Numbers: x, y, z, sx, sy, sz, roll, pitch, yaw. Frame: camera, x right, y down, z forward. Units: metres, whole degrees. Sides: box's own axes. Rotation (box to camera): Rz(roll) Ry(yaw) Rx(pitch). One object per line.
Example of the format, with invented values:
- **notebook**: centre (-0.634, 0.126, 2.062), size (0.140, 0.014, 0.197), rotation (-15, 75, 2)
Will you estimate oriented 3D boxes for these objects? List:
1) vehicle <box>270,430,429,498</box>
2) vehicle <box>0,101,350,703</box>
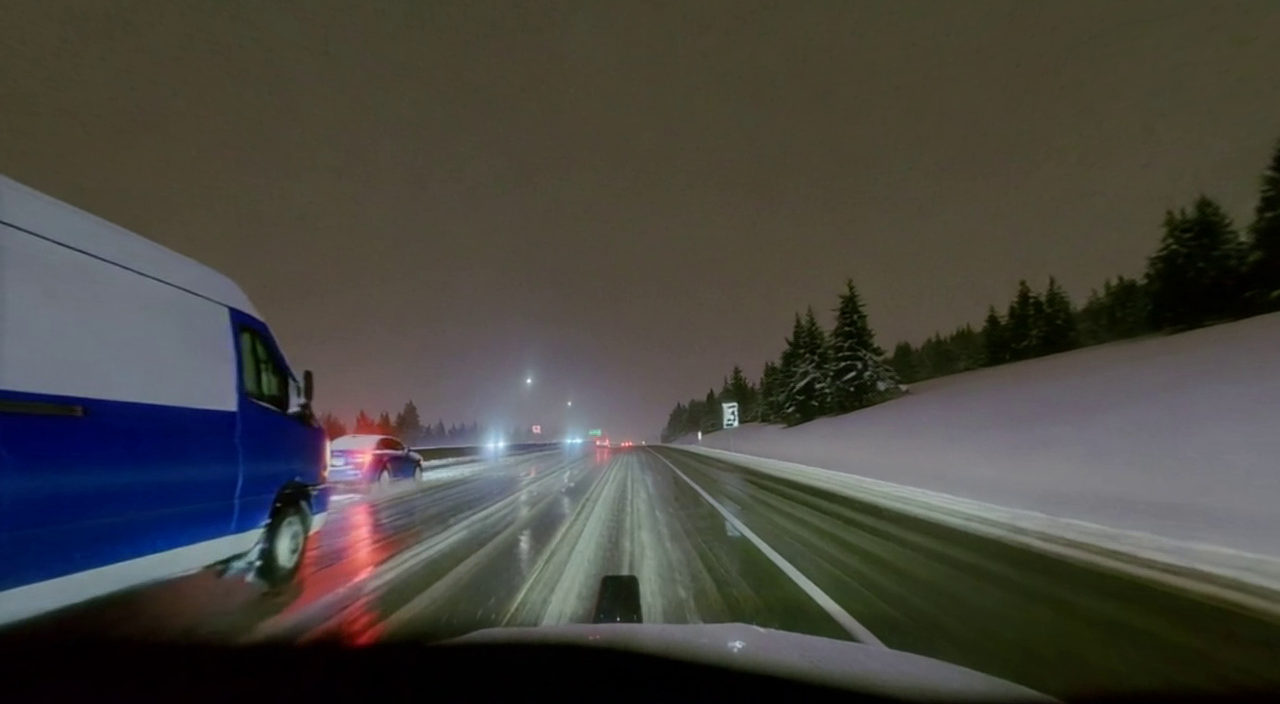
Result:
- **vehicle**: centre (-7.047, 2.729, 15.841), size (1.949, 1.465, 4.318), rotation (0, -8, 0)
- **vehicle**: centre (-4.134, 0.204, 2.463), size (2.428, 2.782, 7.330), rotation (0, -8, 0)
